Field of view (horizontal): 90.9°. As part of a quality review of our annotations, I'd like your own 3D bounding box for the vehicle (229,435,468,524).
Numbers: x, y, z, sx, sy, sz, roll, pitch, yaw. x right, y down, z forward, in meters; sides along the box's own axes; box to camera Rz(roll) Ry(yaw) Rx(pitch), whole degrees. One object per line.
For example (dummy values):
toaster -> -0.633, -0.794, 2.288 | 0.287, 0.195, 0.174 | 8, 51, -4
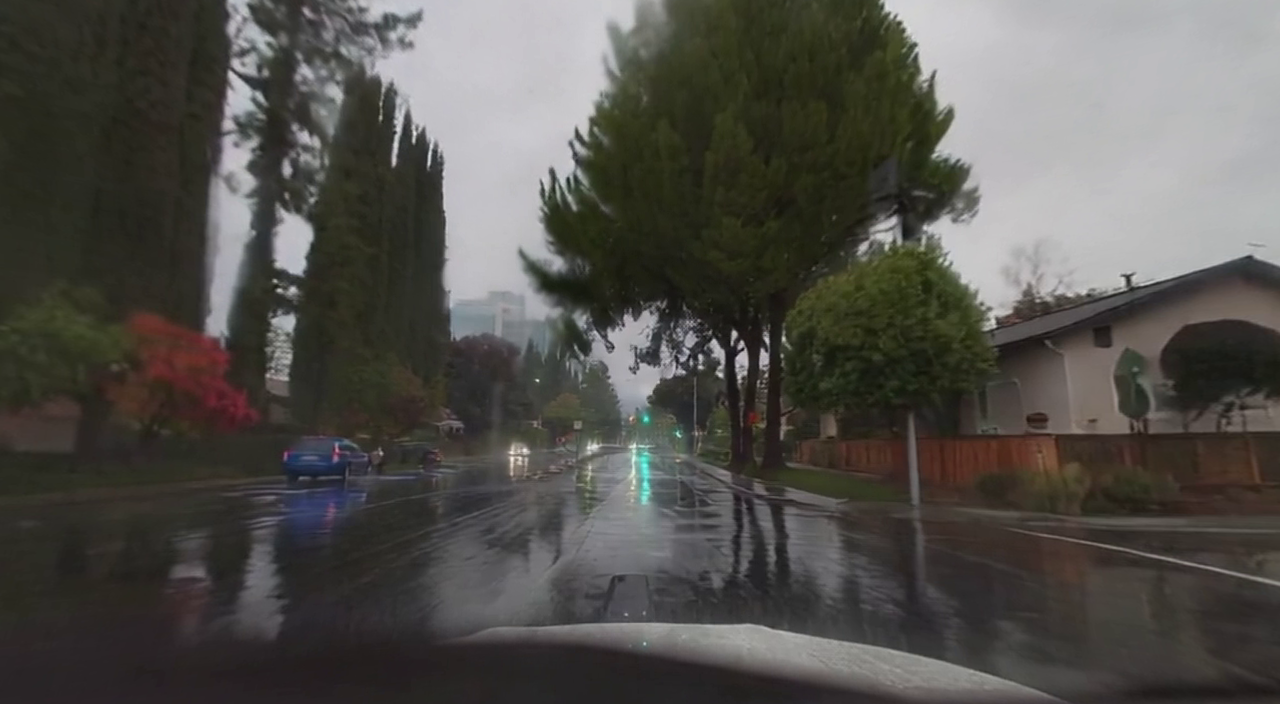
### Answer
vehicle -> -6.390, 2.814, 14.611 | 2.170, 1.666, 4.788 | -3, -9, 20
